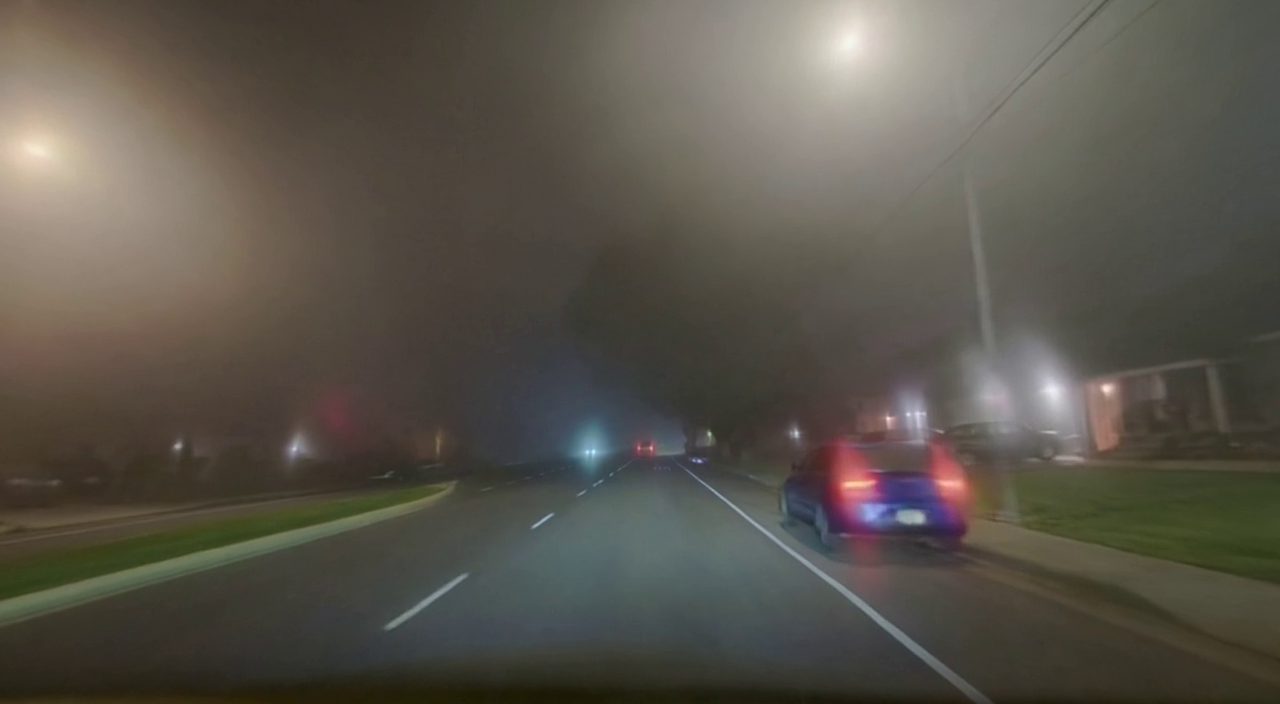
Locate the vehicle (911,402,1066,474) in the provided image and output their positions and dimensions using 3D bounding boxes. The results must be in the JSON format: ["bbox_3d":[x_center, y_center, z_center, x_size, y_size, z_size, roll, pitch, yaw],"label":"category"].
[{"bbox_3d":[11.151,2.714,20.169,4.591,1.867,2.057,0,-9,-31],"label":"vehicle"}]

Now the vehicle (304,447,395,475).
[{"bbox_3d":[-19.524,7.345,42.543,5.044,1.782,2.152,0,-8,3],"label":"vehicle"}]

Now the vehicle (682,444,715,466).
[{"bbox_3d":[4.296,7.678,47.203,2.104,1.524,4.524,1,-8,1],"label":"vehicle"}]

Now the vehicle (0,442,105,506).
[{"bbox_3d":[-20.871,3.925,20.679,4.691,1.810,2.079,2,-8,1],"label":"vehicle"}]

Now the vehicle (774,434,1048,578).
[{"bbox_3d":[3.273,1.915,8.746,2.016,1.477,4.207,0,-8,2],"label":"vehicle"}]
